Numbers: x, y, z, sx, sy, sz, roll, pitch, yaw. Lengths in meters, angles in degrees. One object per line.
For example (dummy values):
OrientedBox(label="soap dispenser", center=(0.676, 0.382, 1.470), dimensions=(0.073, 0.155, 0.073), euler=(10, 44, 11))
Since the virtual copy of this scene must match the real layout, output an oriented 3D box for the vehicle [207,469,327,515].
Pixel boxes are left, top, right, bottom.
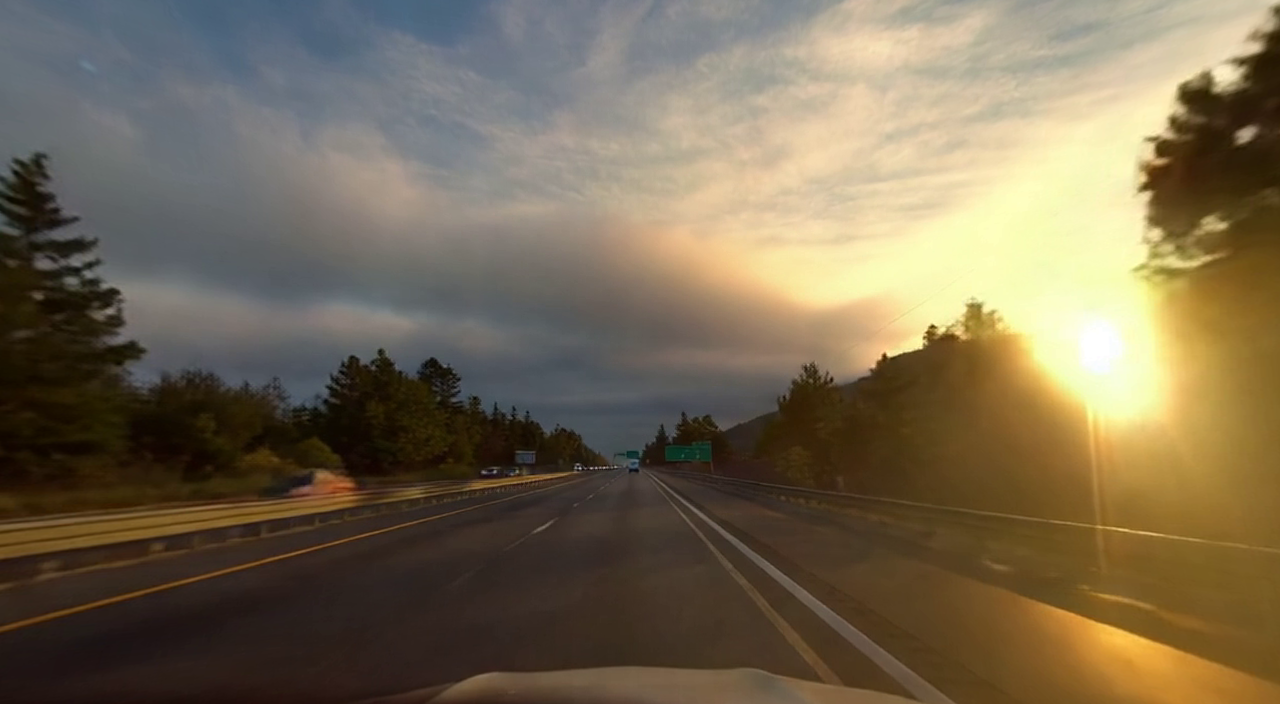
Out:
OrientedBox(label="vehicle", center=(-13.010, 4.874, 22.286), dimensions=(1.780, 1.441, 4.041), euler=(1, -11, -1))
